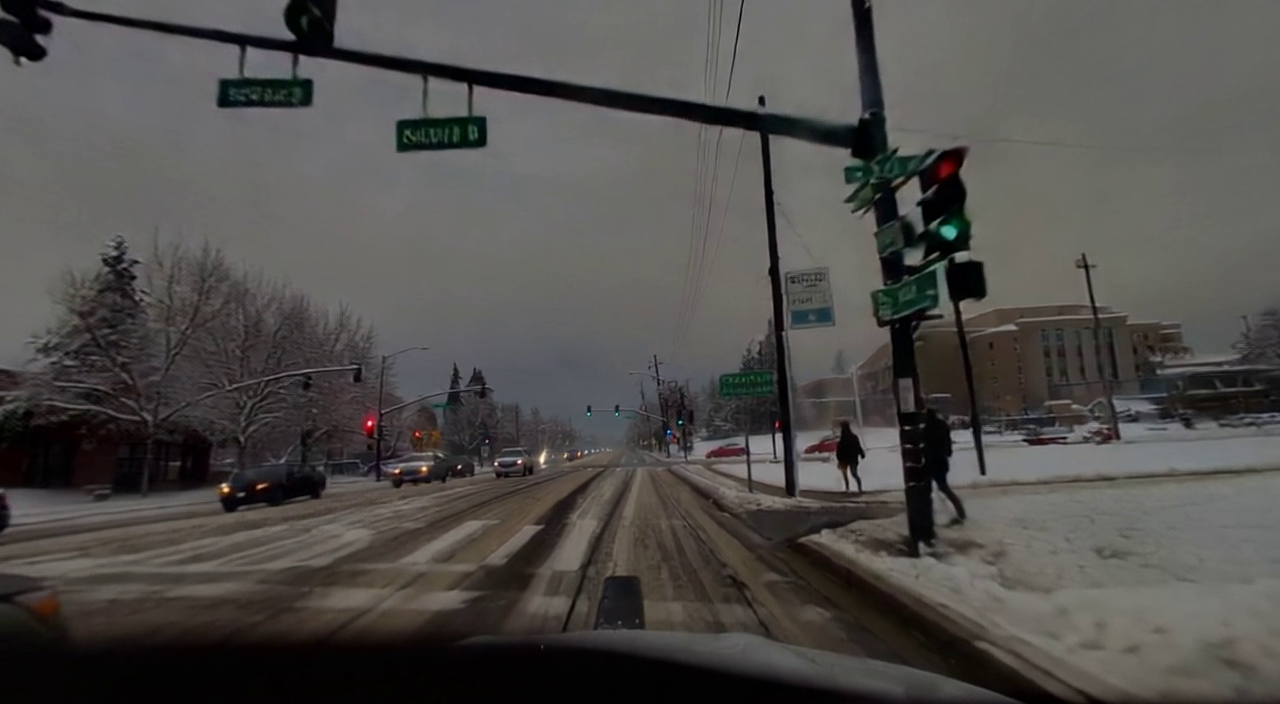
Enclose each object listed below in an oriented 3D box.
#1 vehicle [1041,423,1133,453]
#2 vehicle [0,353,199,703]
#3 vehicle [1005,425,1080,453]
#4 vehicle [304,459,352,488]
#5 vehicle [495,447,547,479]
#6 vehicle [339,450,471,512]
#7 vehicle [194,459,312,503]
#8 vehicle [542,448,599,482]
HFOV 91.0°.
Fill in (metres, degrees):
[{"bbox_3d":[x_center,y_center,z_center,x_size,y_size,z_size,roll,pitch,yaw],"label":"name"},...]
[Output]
[{"bbox_3d":[27.656,5.391,39.148,2.083,1.668,4.638,-1,-10,-3],"label":"vehicle"},{"bbox_3d":[-3.316,0.652,0.924,2.042,1.673,4.516,0,-9,0],"label":"vehicle"},{"bbox_3d":[24.730,5.402,38.833,1.690,1.559,3.521,5,-11,-18],"label":"vehicle"},{"bbox_3d":[-18.964,7.327,38.154,1.964,1.569,4.256,6,-10,-34],"label":"vehicle"},{"bbox_3d":[-6.478,6.074,34.754,2.012,1.664,3.917,0,-9,1],"label":"vehicle"},{"bbox_3d":[-6.505,3.591,18.079,1.960,1.479,4.654,0,-9,0],"label":"vehicle"},{"bbox_3d":[-15.323,5.117,25.263,1.979,1.507,4.226,0,-9,1],"label":"vehicle"},{"bbox_3d":[-3.254,5.378,30.287,2.147,1.472,4.406,0,-9,1],"label":"vehicle"}]
